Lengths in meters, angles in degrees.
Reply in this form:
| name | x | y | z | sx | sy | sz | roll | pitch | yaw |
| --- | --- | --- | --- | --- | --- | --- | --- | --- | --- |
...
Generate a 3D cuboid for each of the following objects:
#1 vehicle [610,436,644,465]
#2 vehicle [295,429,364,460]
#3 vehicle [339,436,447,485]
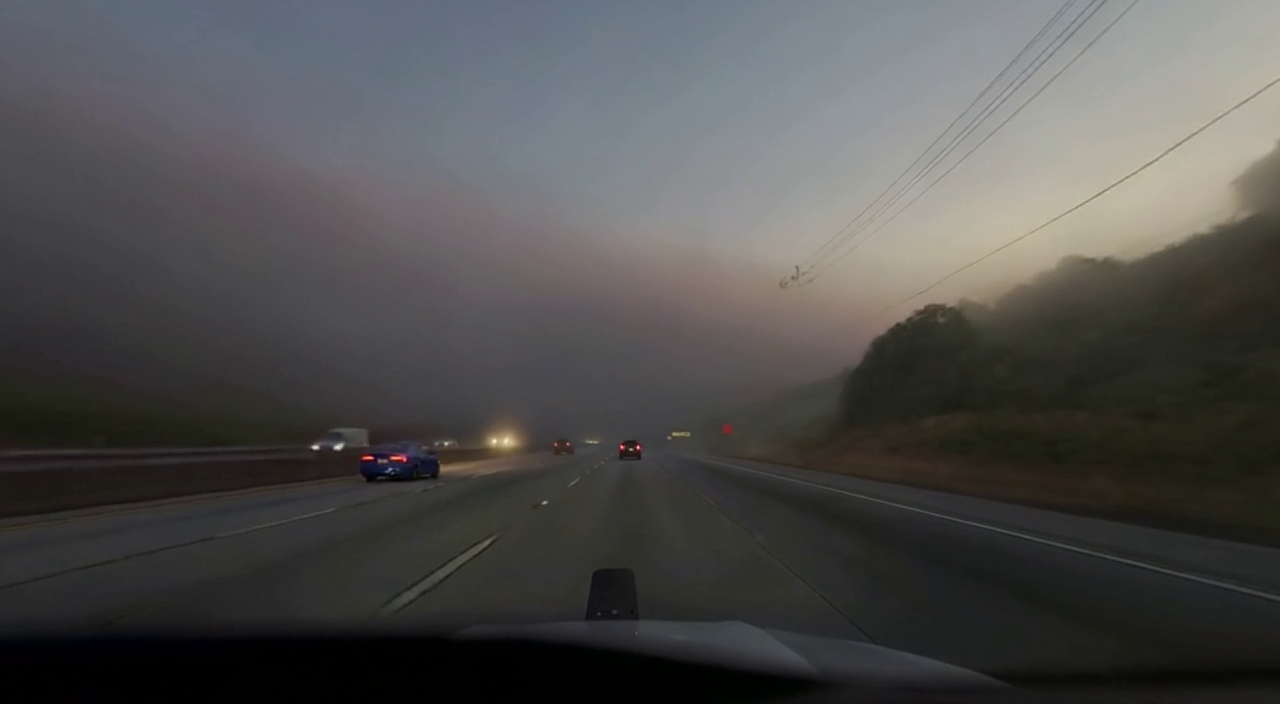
| name | x | y | z | sx | sy | sz | roll | pitch | yaw |
| --- | --- | --- | --- | --- | --- | --- | --- | --- | --- |
| vehicle | -0.833 | 6.231 | 40.070 | 2.040 | 1.715 | 3.906 | 0 | -8 | -1 |
| vehicle | -19.175 | 5.744 | 39.124 | 2.119 | 1.821 | 4.700 | 0 | -8 | -3 |
| vehicle | -8.381 | 3.714 | 21.861 | 2.047 | 1.486 | 4.306 | 0 | -8 | -1 |
